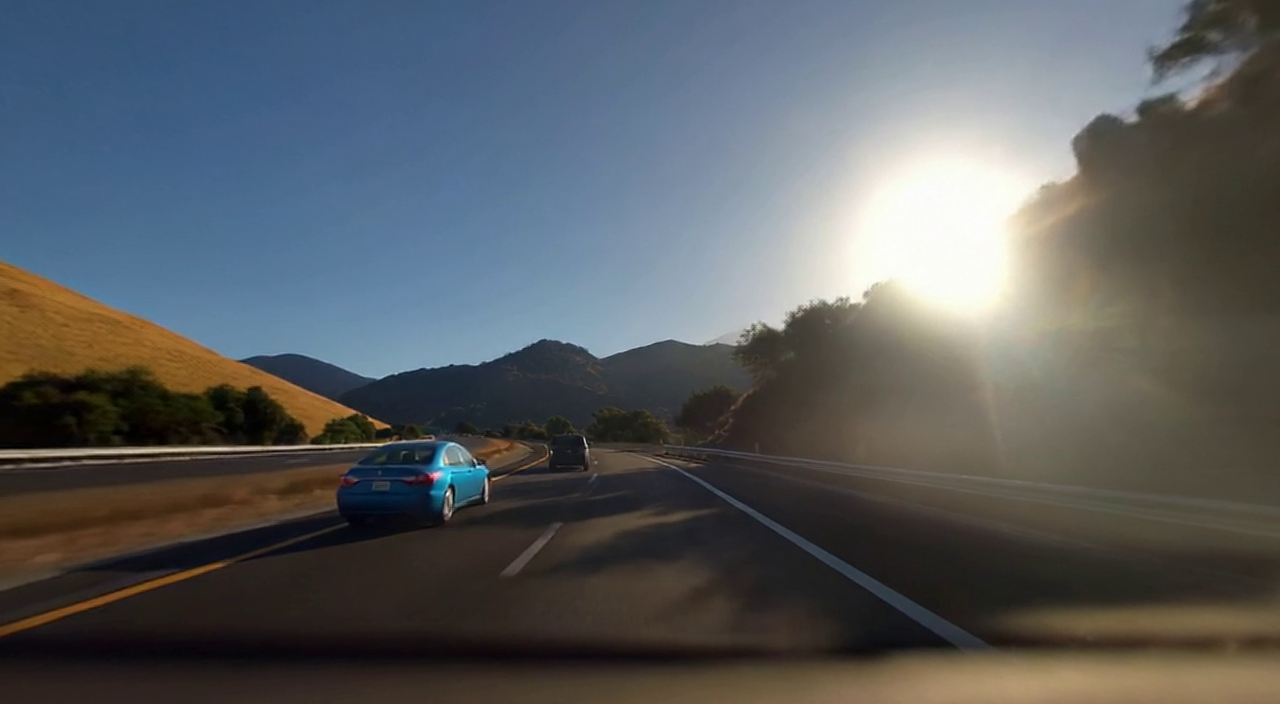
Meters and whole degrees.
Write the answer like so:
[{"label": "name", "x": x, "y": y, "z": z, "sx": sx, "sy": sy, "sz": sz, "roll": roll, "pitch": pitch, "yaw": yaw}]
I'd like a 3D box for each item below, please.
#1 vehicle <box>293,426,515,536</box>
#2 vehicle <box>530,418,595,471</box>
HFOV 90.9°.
[{"label": "vehicle", "x": -3.784, "y": 2.142, "z": 11.211, "sx": 2.097, "sy": 1.511, "sz": 4.585, "roll": -1, "pitch": -8, "yaw": 1}, {"label": "vehicle", "x": -3.472, "y": 4.301, "z": 29.498, "sx": 2.444, "sy": 2.204, "sz": 5.568, "roll": 0, "pitch": -8, "yaw": -1}]
